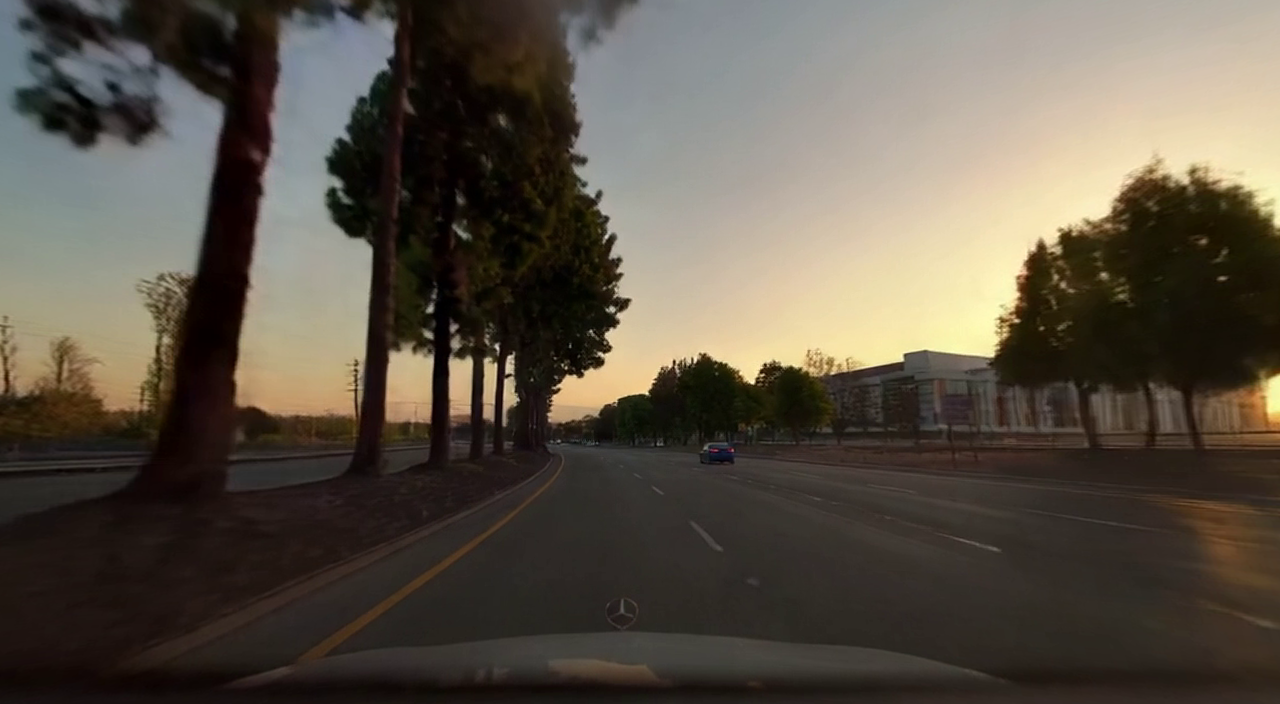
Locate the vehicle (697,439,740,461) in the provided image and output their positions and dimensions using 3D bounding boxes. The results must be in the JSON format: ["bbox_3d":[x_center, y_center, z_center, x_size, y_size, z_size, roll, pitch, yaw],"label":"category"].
[{"bbox_3d":[5.616,7.087,45.515,1.908,1.483,4.474,1,-9,-8],"label":"vehicle"}]
